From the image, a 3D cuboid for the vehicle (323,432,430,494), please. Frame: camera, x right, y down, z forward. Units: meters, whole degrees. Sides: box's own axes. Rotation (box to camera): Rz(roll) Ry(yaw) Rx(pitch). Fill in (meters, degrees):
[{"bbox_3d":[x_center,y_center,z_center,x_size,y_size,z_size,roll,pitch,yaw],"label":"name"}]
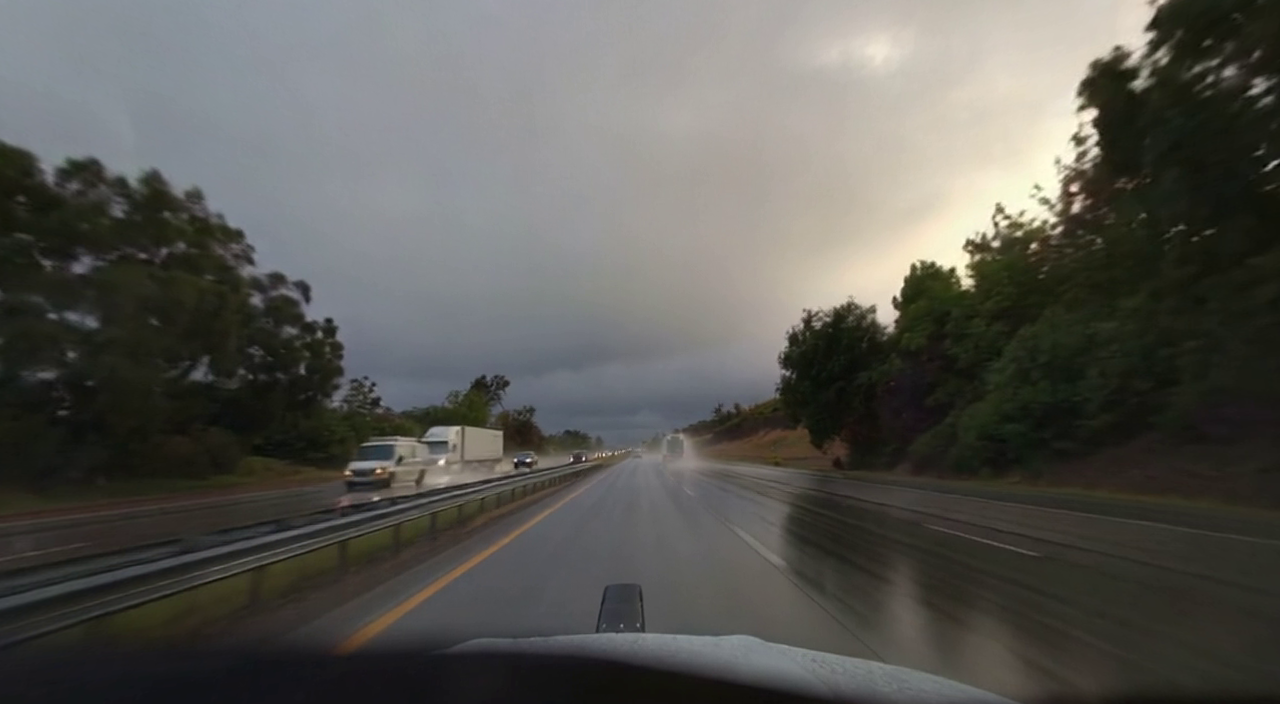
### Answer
[{"bbox_3d":[-12.398,5.254,30.396,2.392,2.623,6.454,0,-9,0],"label":"vehicle"}]
